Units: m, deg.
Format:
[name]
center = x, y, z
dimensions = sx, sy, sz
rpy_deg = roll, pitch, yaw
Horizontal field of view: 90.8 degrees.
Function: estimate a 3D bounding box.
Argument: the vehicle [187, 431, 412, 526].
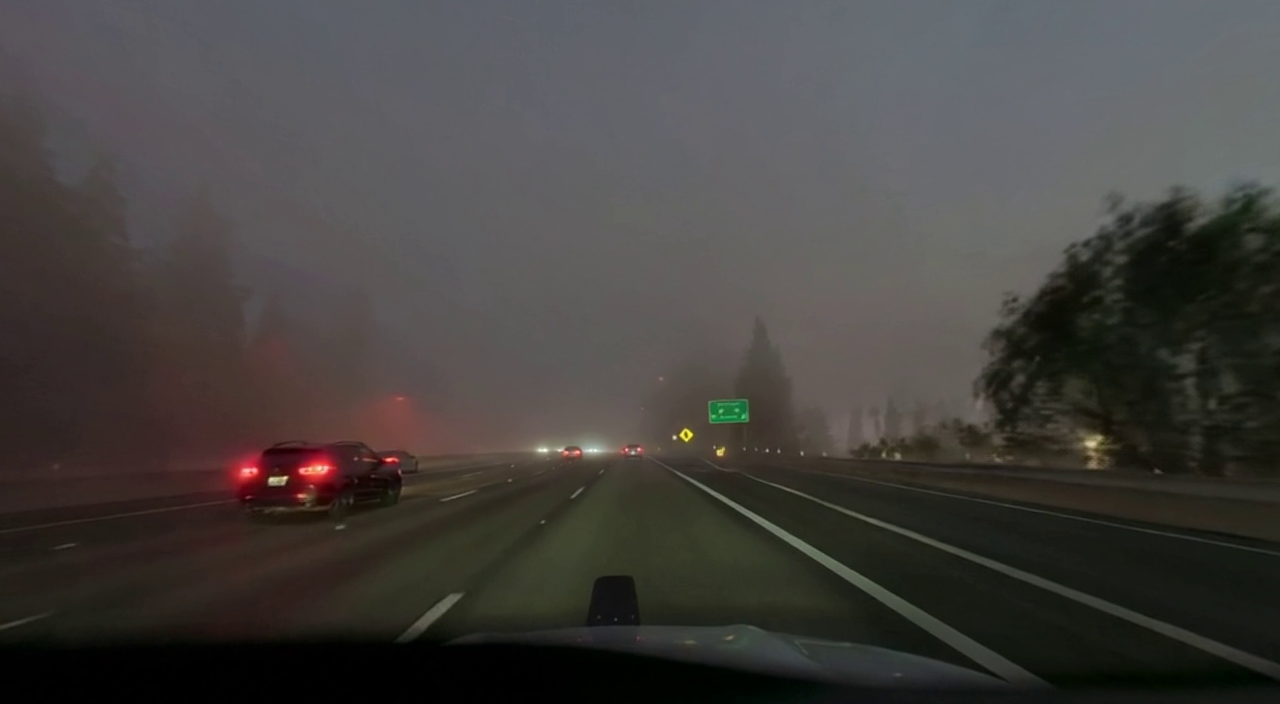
[vehicle]
center = -6.708, 2.526, 13.256
dimensions = 2.016, 1.606, 4.806
rpy_deg = 0, -9, 0
